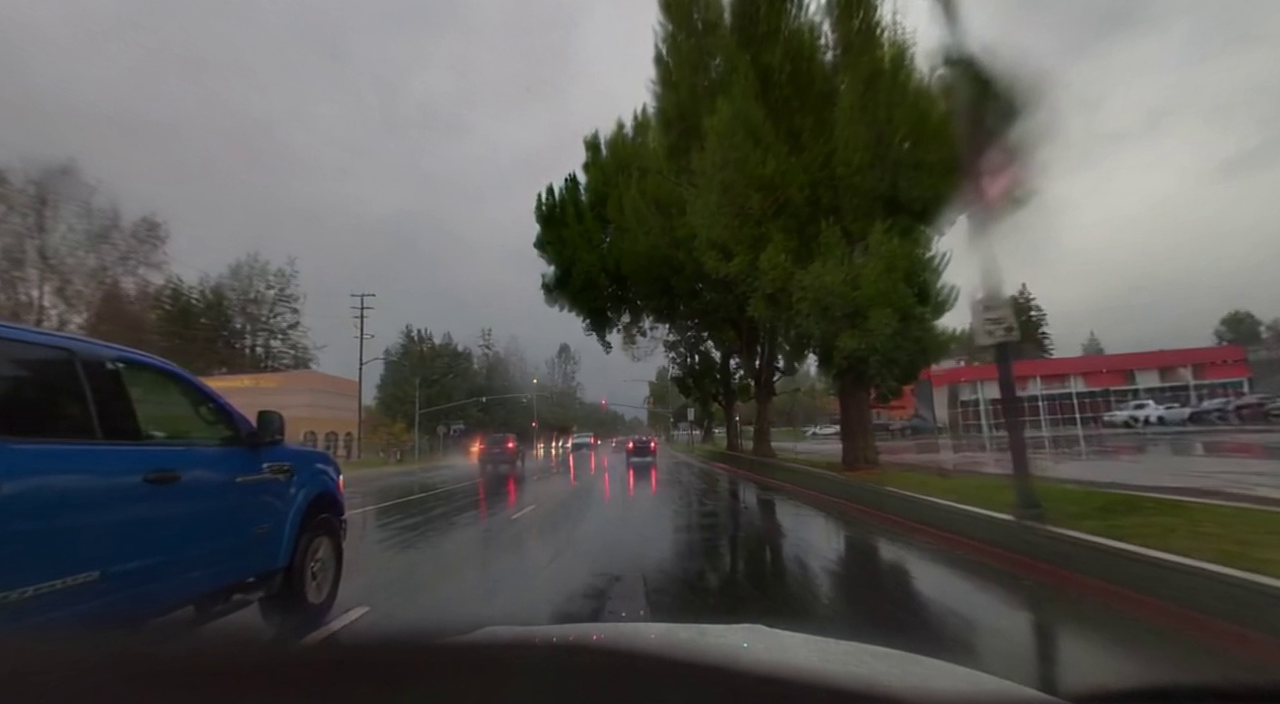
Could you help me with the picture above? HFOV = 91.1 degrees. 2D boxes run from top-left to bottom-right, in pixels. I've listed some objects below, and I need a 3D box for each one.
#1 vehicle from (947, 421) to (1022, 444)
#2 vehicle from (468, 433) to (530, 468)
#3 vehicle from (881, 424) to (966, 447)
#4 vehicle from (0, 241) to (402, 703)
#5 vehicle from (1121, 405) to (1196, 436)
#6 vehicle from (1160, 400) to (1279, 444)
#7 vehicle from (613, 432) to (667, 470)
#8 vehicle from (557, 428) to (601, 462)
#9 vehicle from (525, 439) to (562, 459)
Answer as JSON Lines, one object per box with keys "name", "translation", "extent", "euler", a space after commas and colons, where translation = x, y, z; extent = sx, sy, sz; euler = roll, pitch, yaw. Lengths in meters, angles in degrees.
{"name": "vehicle", "translation": [25.031, 5.896, 45.682], "extent": [4.588, 1.555, 1.939], "euler": [-6, -10, 30]}
{"name": "vehicle", "translation": [-7.789, 5.494, 35.326], "extent": [2.146, 1.788, 5.153], "euler": [0, -8, 2]}
{"name": "vehicle", "translation": [19.311, 5.732, 42.782], "extent": [5.025, 1.475, 1.956], "euler": [-5, -9, 29]}
{"name": "vehicle", "translation": [-3.564, 0.647, 2.204], "extent": [2.552, 2.079, 6.810], "euler": [0, -8, 2]}
{"name": "vehicle", "translation": [35.060, 4.703, 42.420], "extent": [4.805, 1.911, 2.234], "euler": [5, -10, -31]}
{"name": "vehicle", "translation": [23.913, 2.859, 25.413], "extent": [4.074, 1.493, 1.981], "euler": [-9, -11, 33]}
{"name": "vehicle", "translation": [-0.028, 4.383, 27.987], "extent": [2.191, 1.530, 4.470], "euler": [0, -8, -1]}
{"name": "vehicle", "translation": [-3.753, 5.820, 39.364], "extent": [2.243, 1.976, 4.514], "euler": [0, -8, 1]}
{"name": "vehicle", "translation": [-7.438, 7.519, 48.688], "extent": [2.065, 1.495, 4.481], "euler": [0, -8, 1]}
